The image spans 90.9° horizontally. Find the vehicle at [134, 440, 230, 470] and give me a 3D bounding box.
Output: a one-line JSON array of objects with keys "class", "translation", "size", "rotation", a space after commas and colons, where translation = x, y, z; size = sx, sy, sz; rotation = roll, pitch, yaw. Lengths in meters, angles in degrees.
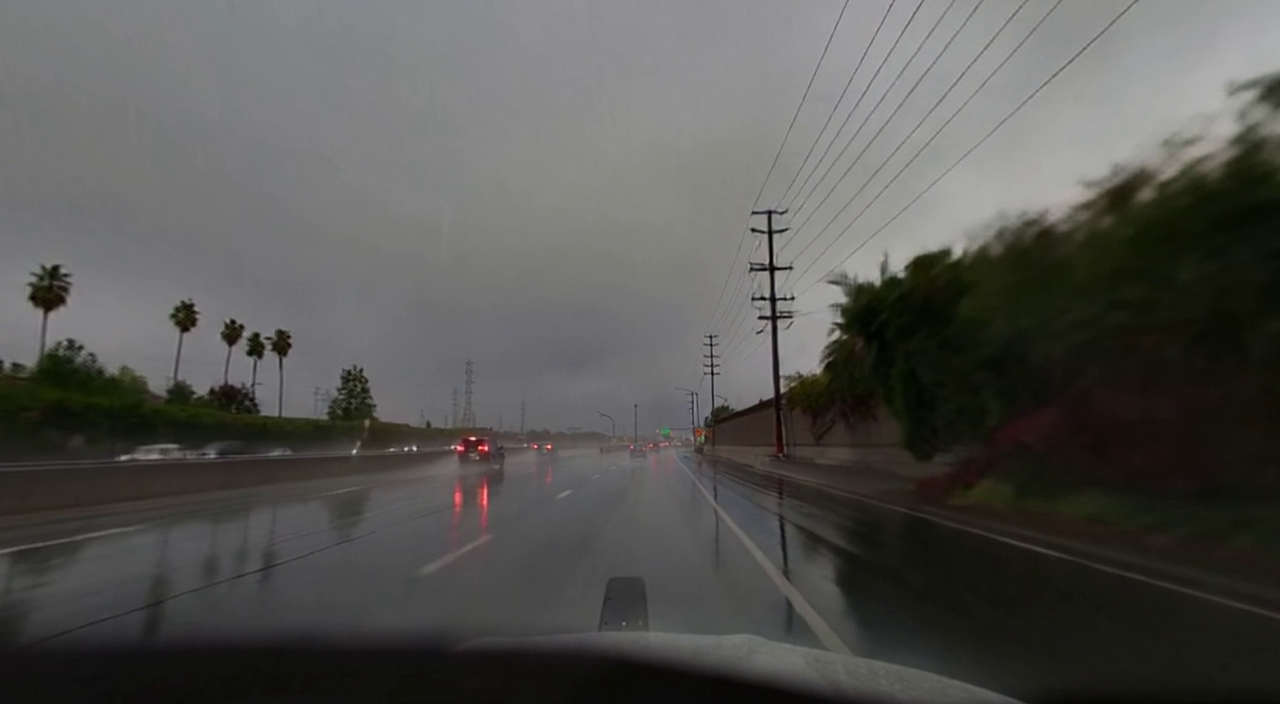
[{"class": "vehicle", "translation": [-32.324, 7.265, 44.823], "size": [2.345, 1.917, 6.283], "rotation": [0, -8, -3]}]

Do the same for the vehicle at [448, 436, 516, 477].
[{"class": "vehicle", "translation": [-6.622, 4.408, 26.879], "size": [2.029, 1.609, 3.935], "rotation": [0, -8, -2]}]
